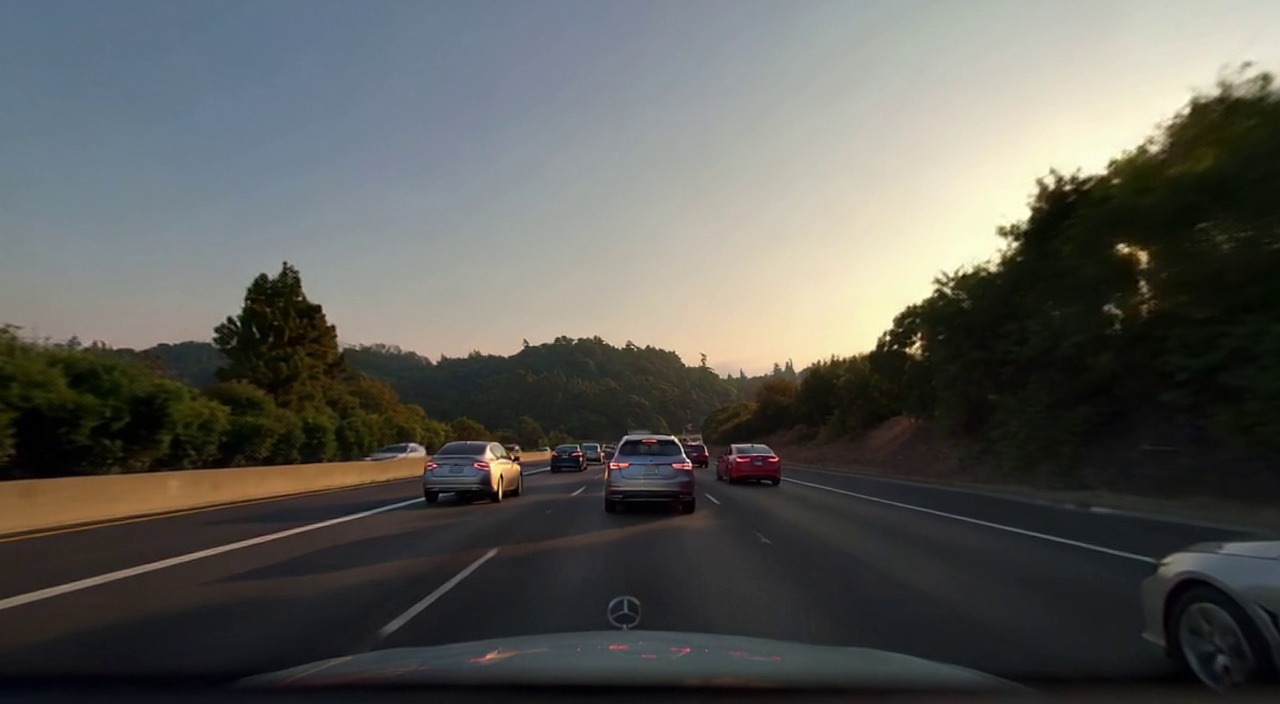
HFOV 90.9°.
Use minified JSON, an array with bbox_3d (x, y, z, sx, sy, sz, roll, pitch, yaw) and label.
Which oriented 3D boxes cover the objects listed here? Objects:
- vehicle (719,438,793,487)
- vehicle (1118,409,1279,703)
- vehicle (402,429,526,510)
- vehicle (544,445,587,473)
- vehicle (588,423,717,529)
[{"bbox_3d":[4.064,3.939,22.698,1.905,1.590,3.746,0,-9,-1],"label":"vehicle"},{"bbox_3d":[3.689,0.744,1.242,1.953,1.434,4.511,0,-9,0],"label":"vehicle"},{"bbox_3d":[-4.131,2.832,15.498,1.890,1.708,3.844,0,-9,0],"label":"vehicle"},{"bbox_3d":[-4.112,5.997,35.476,1.910,1.468,3.781,0,-9,1],"label":"vehicle"},{"bbox_3d":[0.193,2.315,12.185,2.093,1.695,3.782,0,-9,0],"label":"vehicle"}]
